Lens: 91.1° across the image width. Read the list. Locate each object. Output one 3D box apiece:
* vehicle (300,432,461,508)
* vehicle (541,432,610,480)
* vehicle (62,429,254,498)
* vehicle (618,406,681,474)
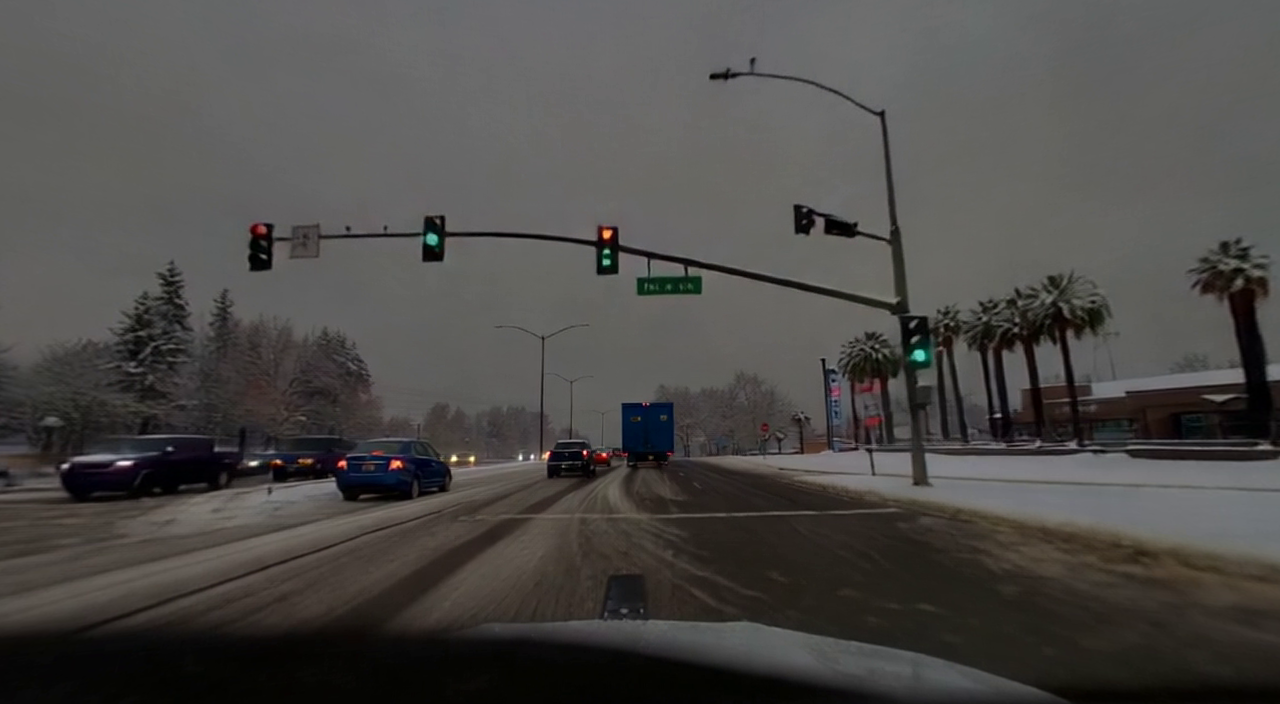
[{"bbox_3d":[-6.328,2.920,16.043,2.045,1.630,4.680,0,-8,1],"label":"vehicle"},{"bbox_3d":[-2.593,4.352,26.526,2.178,1.826,4.933,0,-8,2],"label":"vehicle"},{"bbox_3d":[-14.651,3.483,19.574,2.040,1.745,4.899,-3,-10,1],"label":"vehicle"},{"bbox_3d":[0.513,4.696,33.323,2.993,3.235,6.692,0,-8,1],"label":"vehicle"}]
